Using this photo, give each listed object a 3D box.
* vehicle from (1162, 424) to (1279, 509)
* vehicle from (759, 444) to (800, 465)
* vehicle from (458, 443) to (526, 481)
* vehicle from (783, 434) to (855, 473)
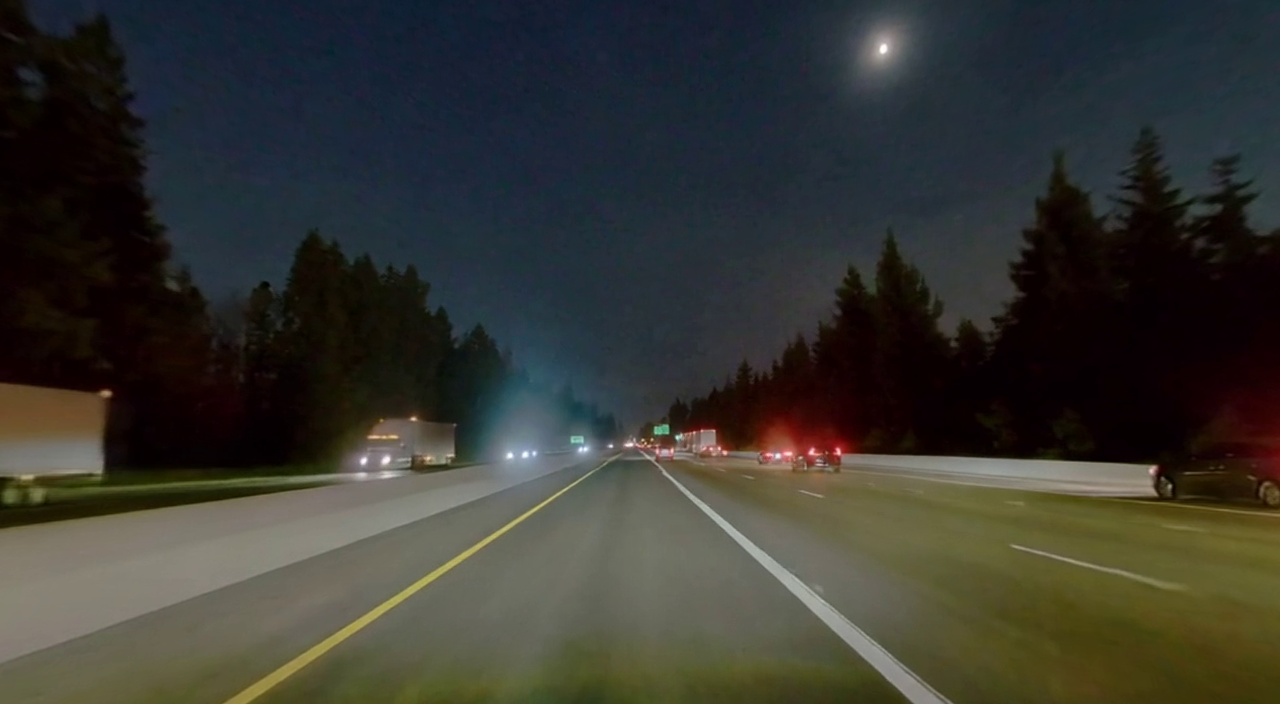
[{"bbox_3d":[13.943,2.402,13.355,1.957,1.709,4.387,0,-9,-1],"label":"vehicle"},{"bbox_3d":[10.093,7.423,45.985,1.931,1.479,4.183,0,-9,-2],"label":"vehicle"},{"bbox_3d":[-8.283,6.192,35.926,2.444,1.910,5.566,0,-8,1],"label":"vehicle"},{"bbox_3d":[8.933,5.117,31.964,2.098,1.820,4.505,0,-9,-3],"label":"vehicle"}]
